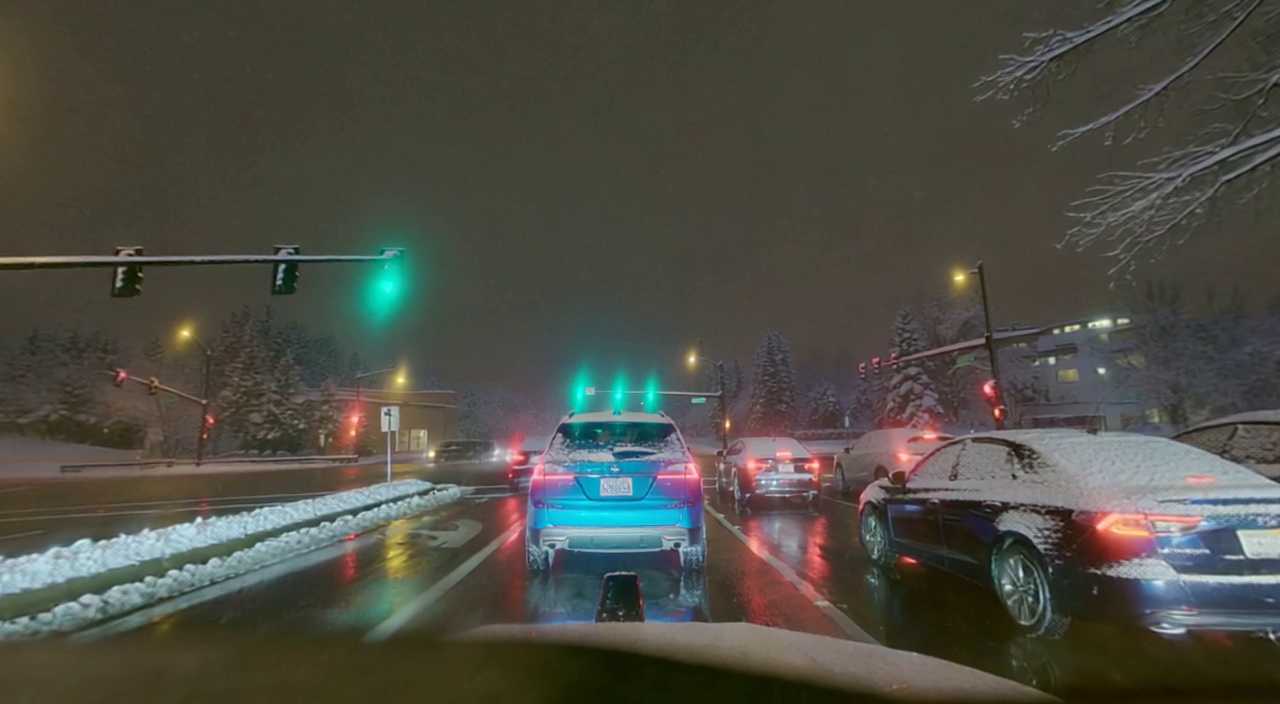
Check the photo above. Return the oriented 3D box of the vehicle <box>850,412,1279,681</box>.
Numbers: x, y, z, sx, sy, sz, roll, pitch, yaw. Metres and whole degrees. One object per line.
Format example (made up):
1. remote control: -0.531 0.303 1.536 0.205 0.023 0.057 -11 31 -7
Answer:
1. vehicle: 3.617 1.395 5.699 1.861 1.478 4.185 0 -8 -2

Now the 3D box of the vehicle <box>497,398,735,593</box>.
1. vehicle: -0.267 1.556 7.632 2.101 1.707 3.904 0 -8 -2

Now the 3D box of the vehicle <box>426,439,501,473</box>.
1. vehicle: -10.178 5.920 36.186 2.186 1.794 4.972 7 -11 -40

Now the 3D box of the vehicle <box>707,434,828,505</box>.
1. vehicle: 2.979 2.848 15.774 1.950 1.506 4.086 0 -8 -3
